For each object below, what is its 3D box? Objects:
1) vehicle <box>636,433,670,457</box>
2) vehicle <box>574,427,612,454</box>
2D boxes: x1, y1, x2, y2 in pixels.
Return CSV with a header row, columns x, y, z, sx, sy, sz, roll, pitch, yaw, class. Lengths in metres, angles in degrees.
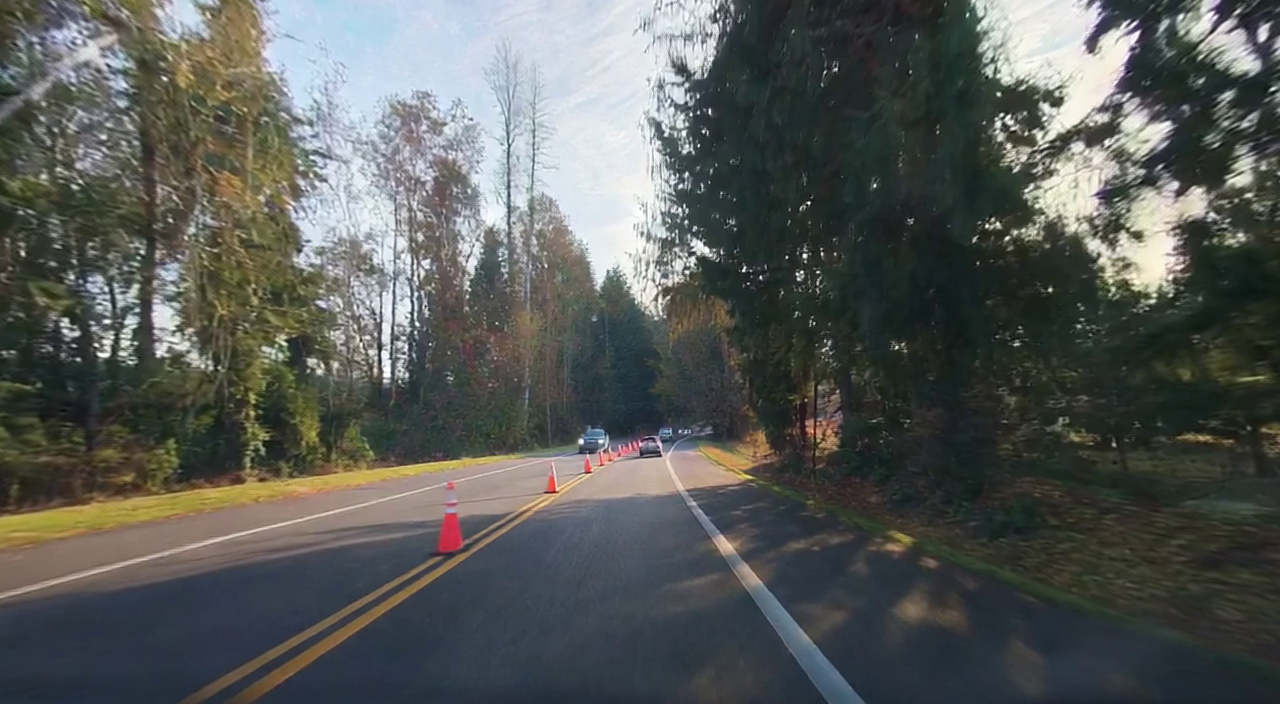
x,y,z,sx,sy,sz,roll,pitch,yaw,class
0.884,6.171,41.617,2.042,1.489,3.963,0,-8,4,vehicle
-3.423,6.608,46.705,2.079,1.880,4.493,-1,-8,5,vehicle
